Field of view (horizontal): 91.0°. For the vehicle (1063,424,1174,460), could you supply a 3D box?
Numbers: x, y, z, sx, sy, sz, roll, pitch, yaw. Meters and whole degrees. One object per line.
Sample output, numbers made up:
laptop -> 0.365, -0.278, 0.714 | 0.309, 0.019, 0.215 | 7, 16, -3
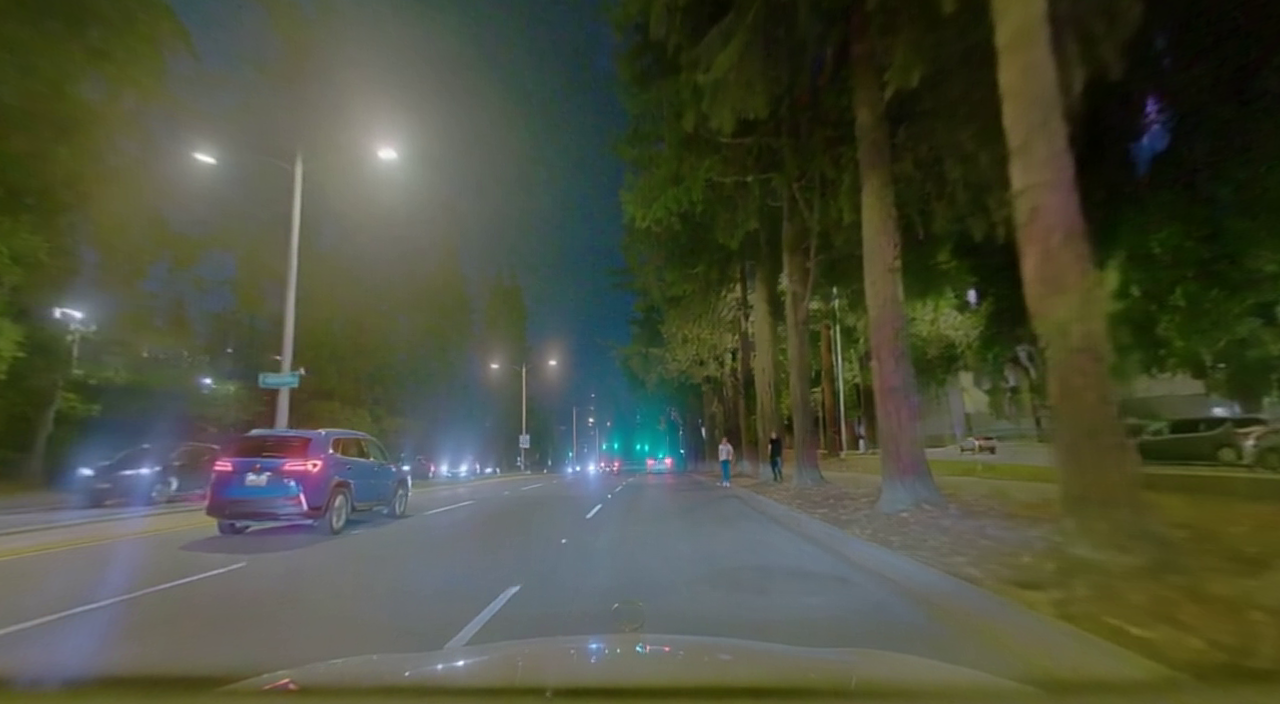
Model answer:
vehicle -> 22.993, 4.360, 30.531 | 2.001, 1.558, 4.803 | -1, -8, 6

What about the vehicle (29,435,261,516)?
vehicle -> -12.001, 2.975, 15.832 | 1.953, 1.697, 4.725 | 0, -8, 0

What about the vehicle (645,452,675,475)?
vehicle -> 1.387, 8.081, 45.808 | 2.091, 1.494, 3.962 | 0, -8, 0

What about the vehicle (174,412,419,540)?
vehicle -> -5.964, 2.185, 11.721 | 2.027, 1.908, 4.273 | 0, -8, 1

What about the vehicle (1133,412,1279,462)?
vehicle -> 22.129, 3.361, 24.784 | 2.018, 1.751, 4.637 | -1, -8, 6
